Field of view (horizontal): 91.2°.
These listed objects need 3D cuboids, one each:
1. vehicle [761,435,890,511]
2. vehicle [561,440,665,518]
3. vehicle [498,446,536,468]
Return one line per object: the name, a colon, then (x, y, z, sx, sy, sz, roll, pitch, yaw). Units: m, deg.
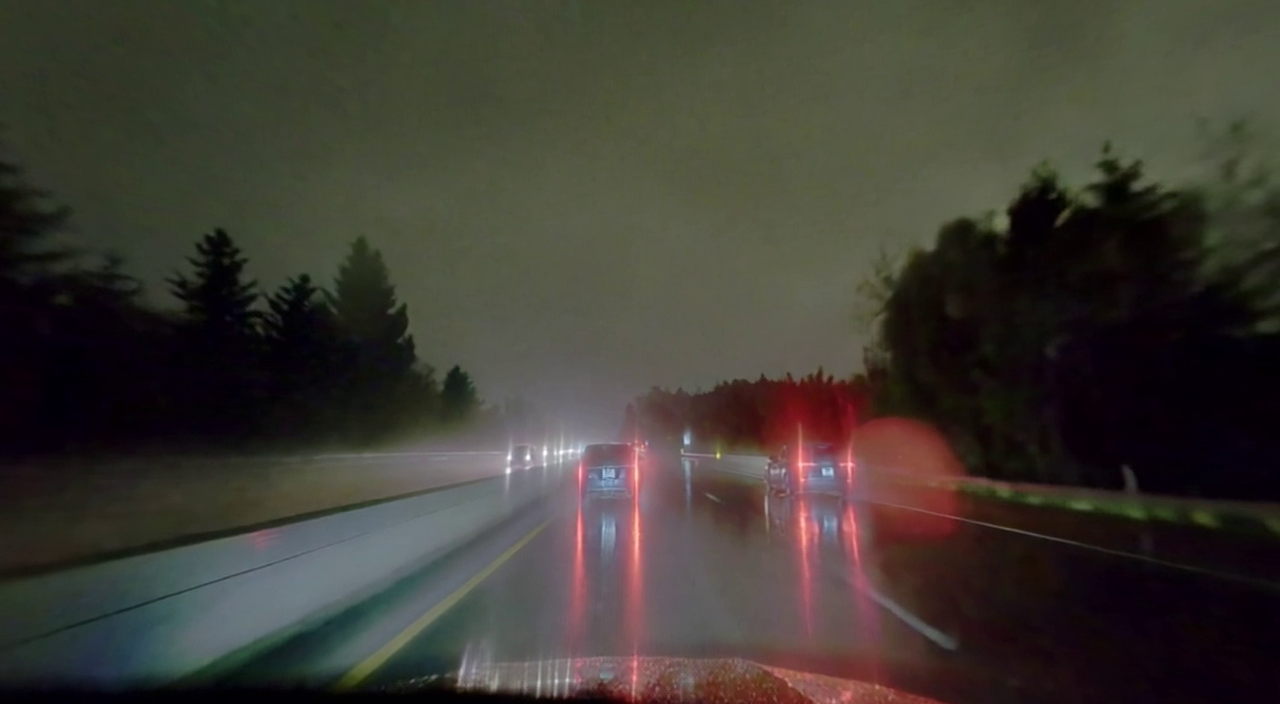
vehicle: (4.254, 2.836, 15.053, 1.910, 1.554, 3.718, 0, -9, 0)
vehicle: (-0.528, 2.796, 14.271, 2.013, 1.479, 4.169, 0, -9, 0)
vehicle: (-9.046, 7.745, 46.440, 1.927, 1.496, 4.600, 0, -9, 0)
